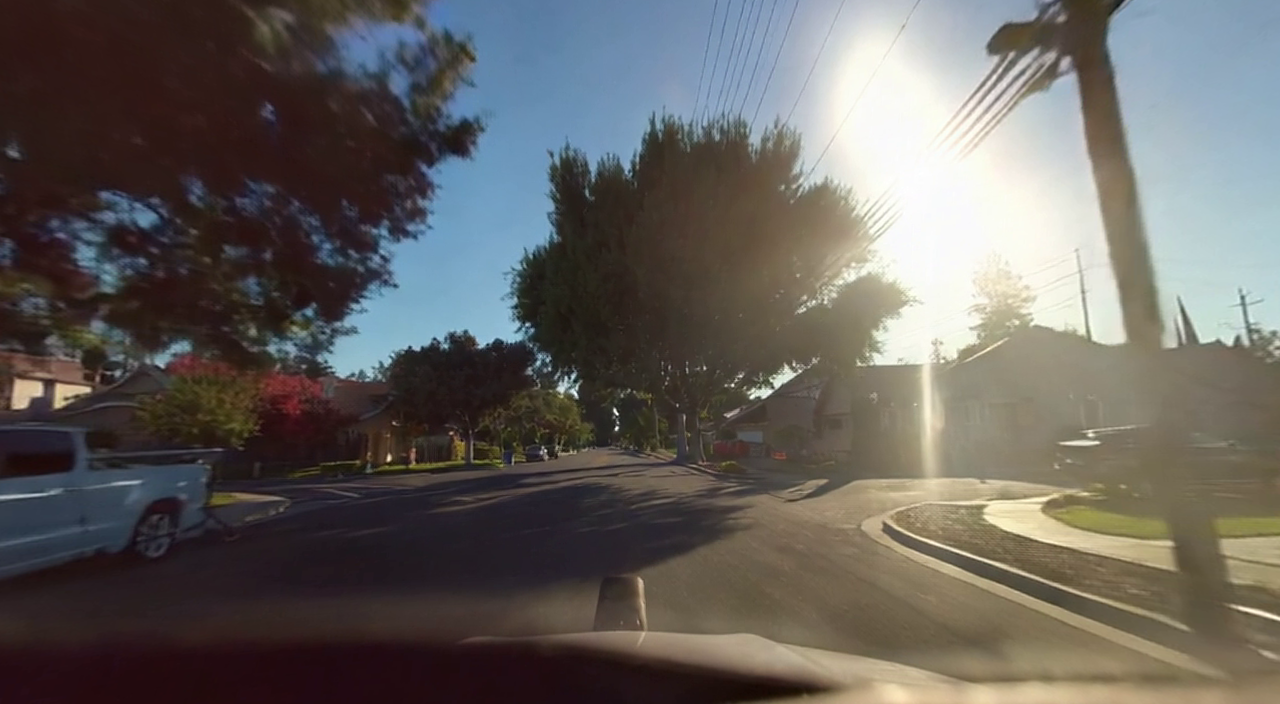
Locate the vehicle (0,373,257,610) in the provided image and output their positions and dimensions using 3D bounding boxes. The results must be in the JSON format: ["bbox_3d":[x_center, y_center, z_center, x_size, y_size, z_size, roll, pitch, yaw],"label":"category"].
[{"bbox_3d":[-7.354,1.510,6.963,2.739,2.164,6.065,-1,-9,-3],"label":"vehicle"}]

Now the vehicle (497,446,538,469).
[{"bbox_3d":[-8.615,7.444,44.714,2.095,1.491,4.422,0,-8,-1],"label":"vehicle"}]
